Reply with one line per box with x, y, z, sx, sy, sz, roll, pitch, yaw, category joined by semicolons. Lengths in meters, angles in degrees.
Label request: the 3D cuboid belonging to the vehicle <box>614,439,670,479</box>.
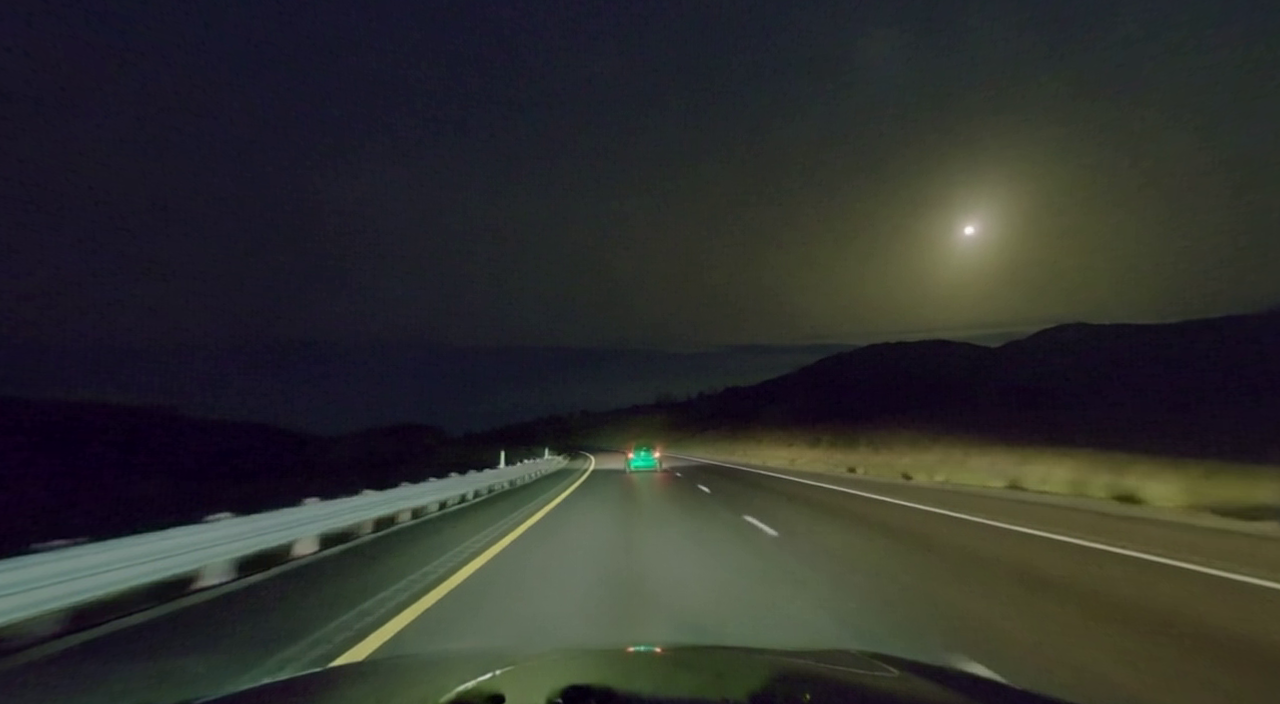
-0.021;4.423;26.338;2.029;1.474;4.183;0;-9;-4;vehicle
